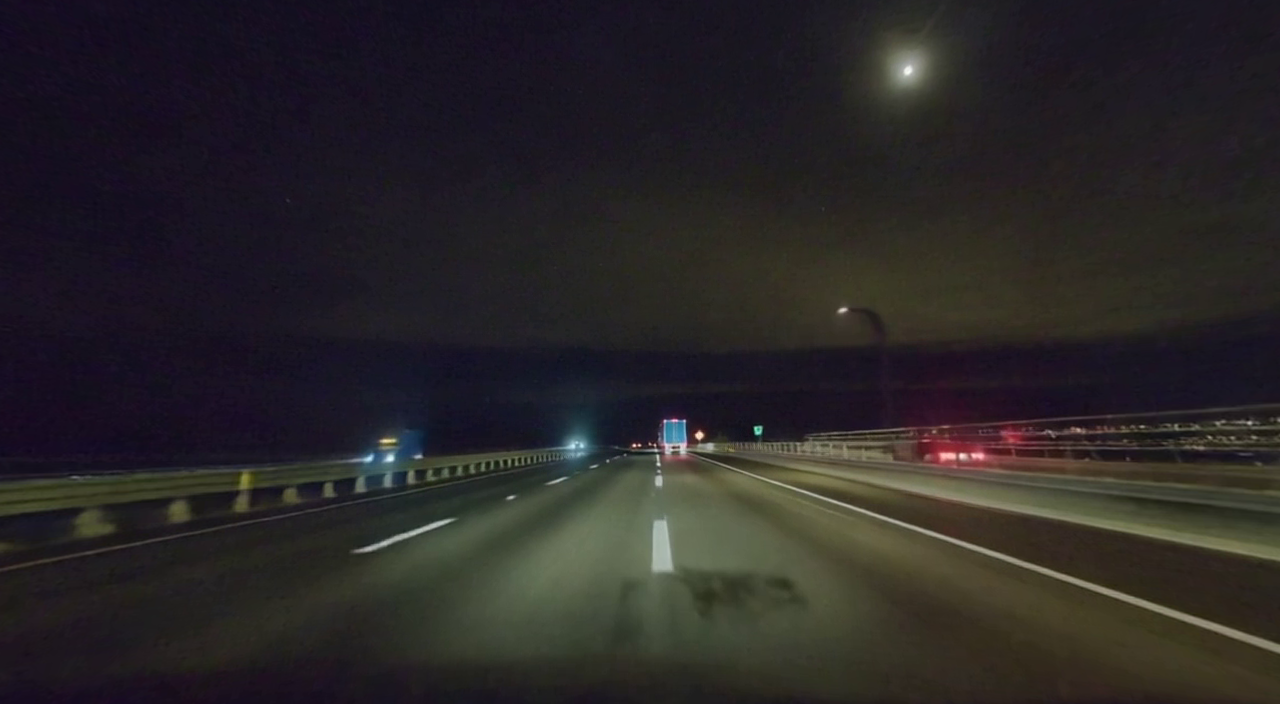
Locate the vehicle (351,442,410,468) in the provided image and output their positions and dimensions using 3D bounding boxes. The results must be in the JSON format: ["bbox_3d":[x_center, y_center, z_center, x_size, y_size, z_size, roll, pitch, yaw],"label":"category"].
[{"bbox_3d":[-20.002,7.961,48.761,2.108,1.860,5.247,0,-8,2],"label":"vehicle"}]
